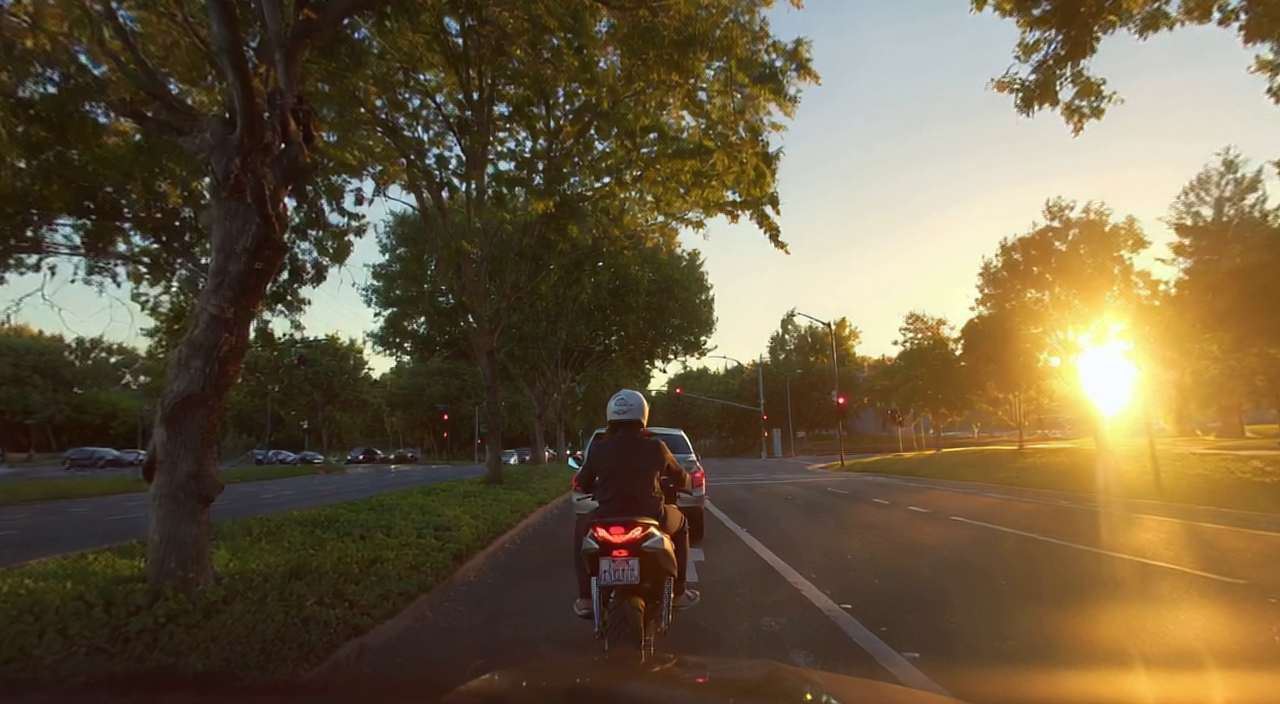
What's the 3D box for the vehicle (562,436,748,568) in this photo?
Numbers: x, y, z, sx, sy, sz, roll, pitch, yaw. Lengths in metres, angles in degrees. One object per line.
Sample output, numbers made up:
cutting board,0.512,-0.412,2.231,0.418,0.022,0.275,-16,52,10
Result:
vehicle,0.127,2.022,9.406,2.093,1.450,4.437,0,-8,-1
